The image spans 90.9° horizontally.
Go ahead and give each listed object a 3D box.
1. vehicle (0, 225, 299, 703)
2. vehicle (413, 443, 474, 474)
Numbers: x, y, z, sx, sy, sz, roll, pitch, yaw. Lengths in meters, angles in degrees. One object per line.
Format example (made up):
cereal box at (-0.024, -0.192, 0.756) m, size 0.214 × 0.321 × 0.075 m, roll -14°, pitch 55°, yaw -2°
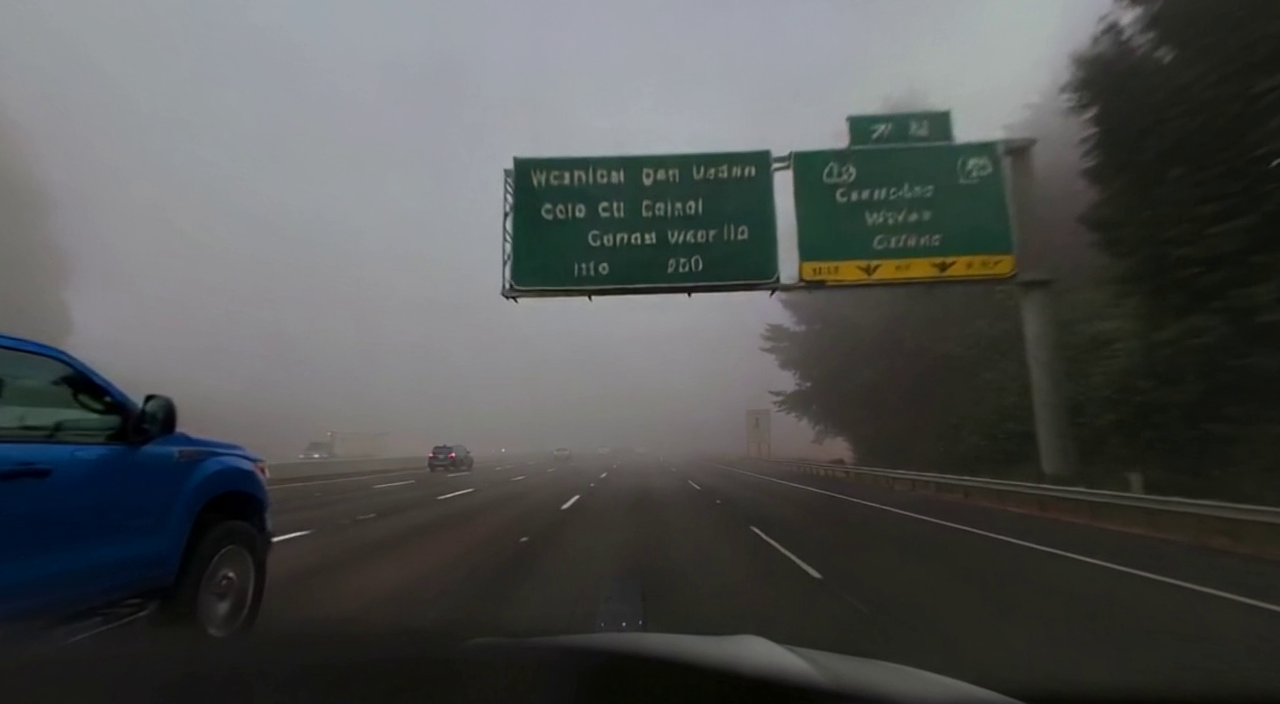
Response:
vehicle at (-3.669, 0.421, 1.183) m, size 2.601 × 2.084 × 6.068 m, roll 0°, pitch -8°, yaw 1°
vehicle at (-10.858, 5.888, 35.157) m, size 1.957 × 1.565 × 4.311 m, roll 0°, pitch -8°, yaw 1°
